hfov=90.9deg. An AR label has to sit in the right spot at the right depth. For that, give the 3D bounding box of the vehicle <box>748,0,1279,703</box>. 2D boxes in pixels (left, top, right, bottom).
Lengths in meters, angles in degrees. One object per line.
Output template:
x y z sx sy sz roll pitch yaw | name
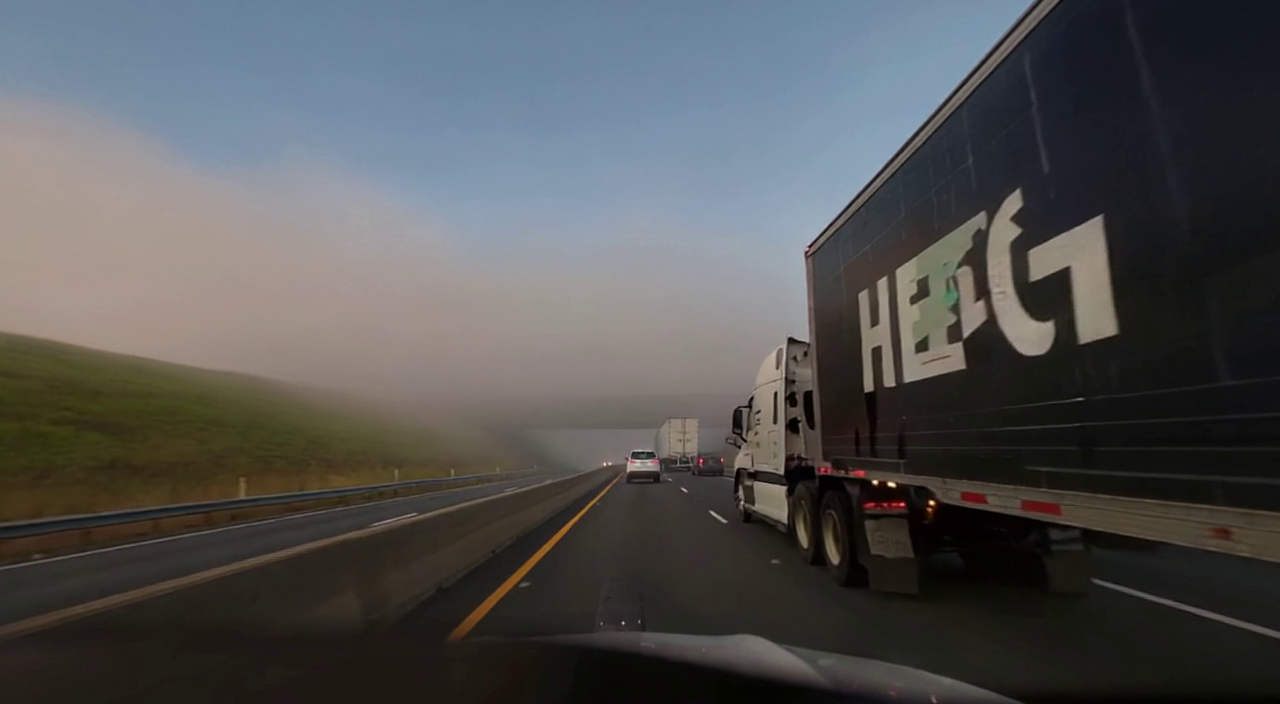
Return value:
3.135 -0.227 2.785 2.870 4.056 14.250 -1 -9 0 | vehicle

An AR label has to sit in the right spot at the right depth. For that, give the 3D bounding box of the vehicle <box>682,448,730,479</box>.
3.370 5.773 32.812 1.972 1.505 3.946 0 -9 -1 | vehicle

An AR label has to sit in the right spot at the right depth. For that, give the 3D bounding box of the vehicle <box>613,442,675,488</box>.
0.163 4.476 25.175 2.256 1.615 4.114 -1 -9 0 | vehicle
